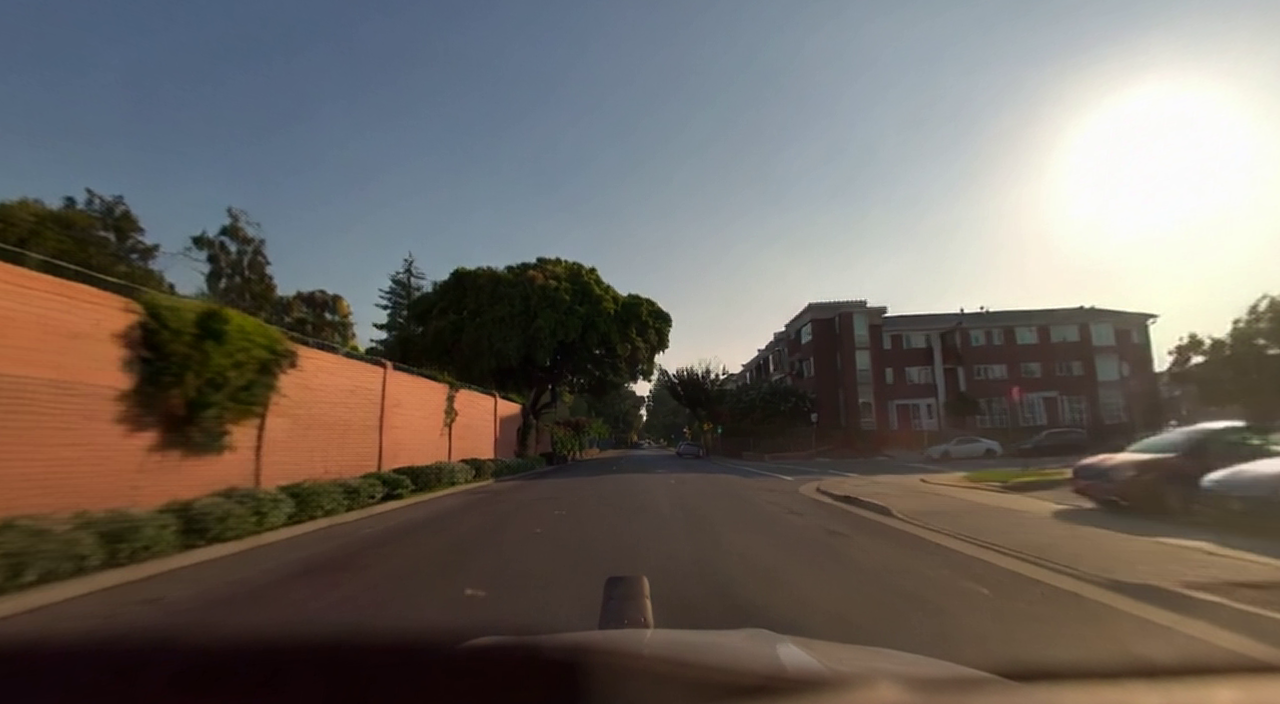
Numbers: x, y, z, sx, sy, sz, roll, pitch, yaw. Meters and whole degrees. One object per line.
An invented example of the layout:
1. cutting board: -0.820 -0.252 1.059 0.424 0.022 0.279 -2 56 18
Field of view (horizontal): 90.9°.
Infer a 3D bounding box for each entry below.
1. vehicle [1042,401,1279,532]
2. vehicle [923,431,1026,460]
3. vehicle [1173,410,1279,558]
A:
1. vehicle: 9.679 1.824 10.072 5.105 1.858 1.945 0 -11 -1
2. vehicle: 19.031 5.360 35.966 4.697 1.502 2.124 1 -9 -4
3. vehicle: 9.986 1.605 7.712 4.809 1.741 2.351 0 -9 -3
